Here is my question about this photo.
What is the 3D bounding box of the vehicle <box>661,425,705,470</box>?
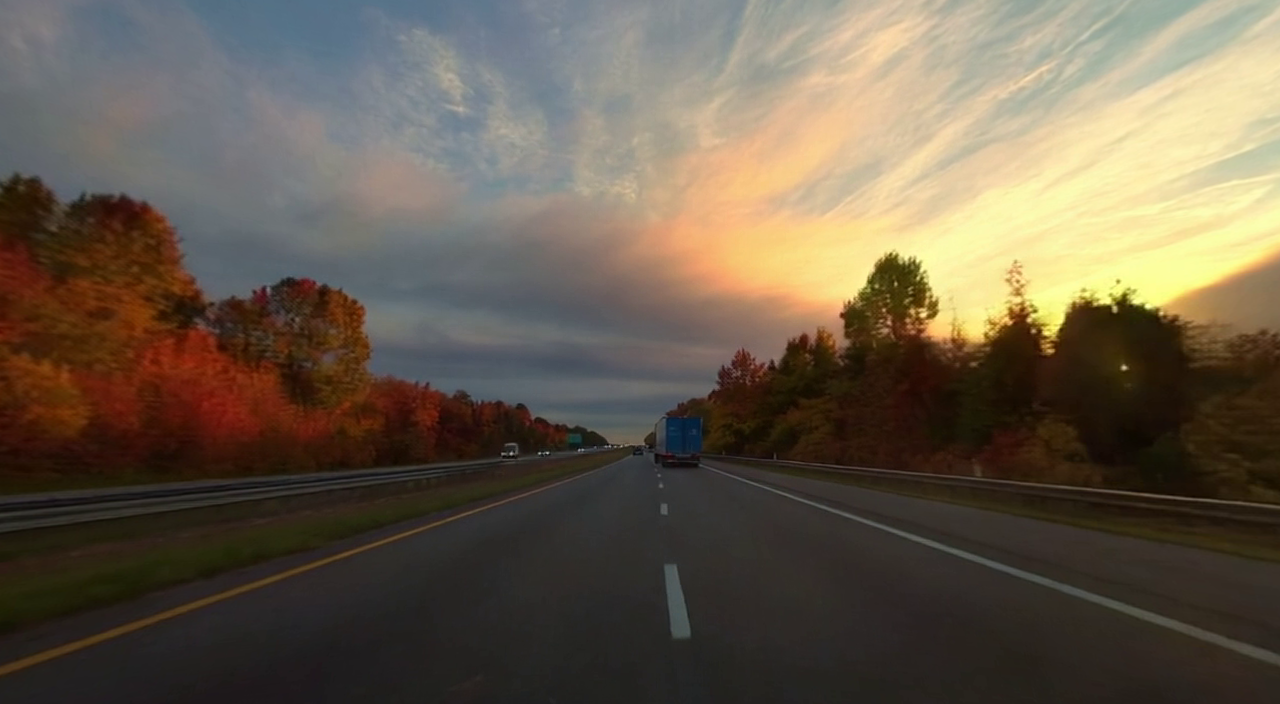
[{"bbox_3d":[2.984,6.907,45.288,2.697,2.980,6.749,0,-9,0],"label":"vehicle"}]
